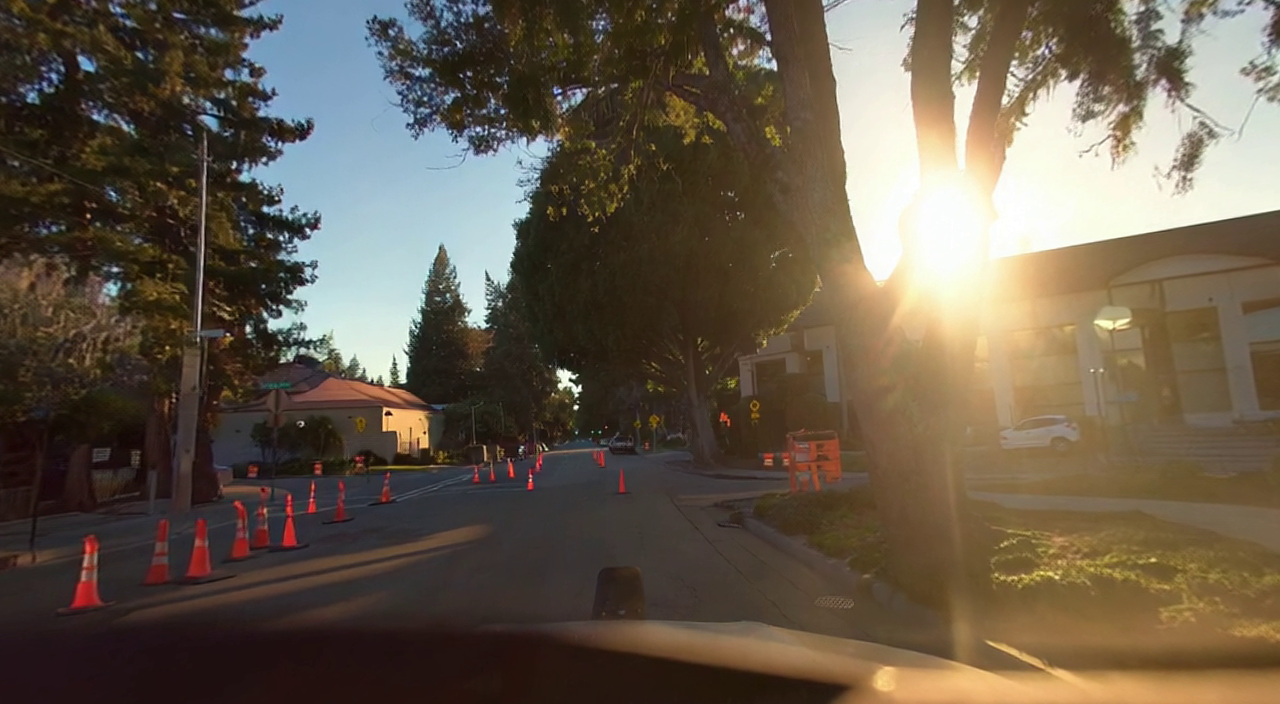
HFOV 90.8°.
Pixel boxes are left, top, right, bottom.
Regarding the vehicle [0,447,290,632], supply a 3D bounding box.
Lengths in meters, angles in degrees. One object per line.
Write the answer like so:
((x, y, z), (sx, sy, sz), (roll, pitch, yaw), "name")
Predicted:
((-7.596, 2.007, 7.556), (2.961, 1.701, 7.563), (1, -9, -4), "vehicle")
